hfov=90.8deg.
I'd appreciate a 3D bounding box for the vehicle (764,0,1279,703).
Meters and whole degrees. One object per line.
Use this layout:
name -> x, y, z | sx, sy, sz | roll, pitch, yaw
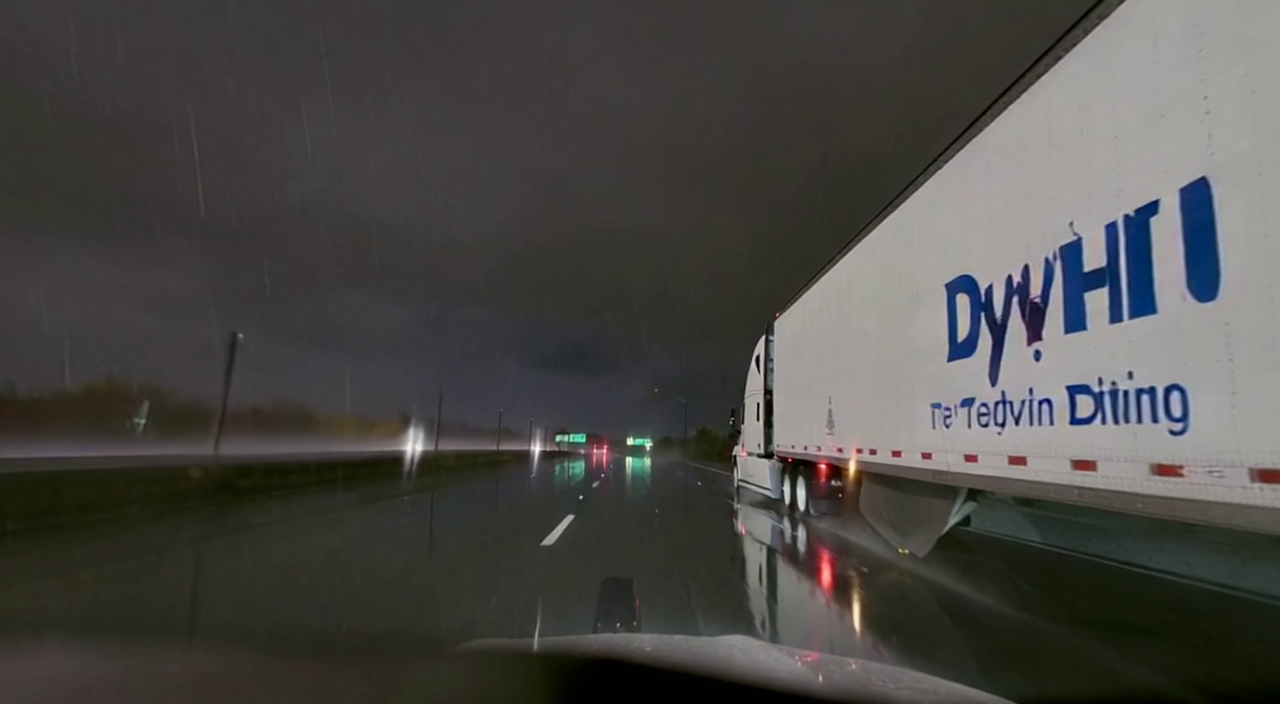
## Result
vehicle -> 3.990, 0.199, 5.939 | 2.962, 4.132, 12.720 | 0, -8, 0
